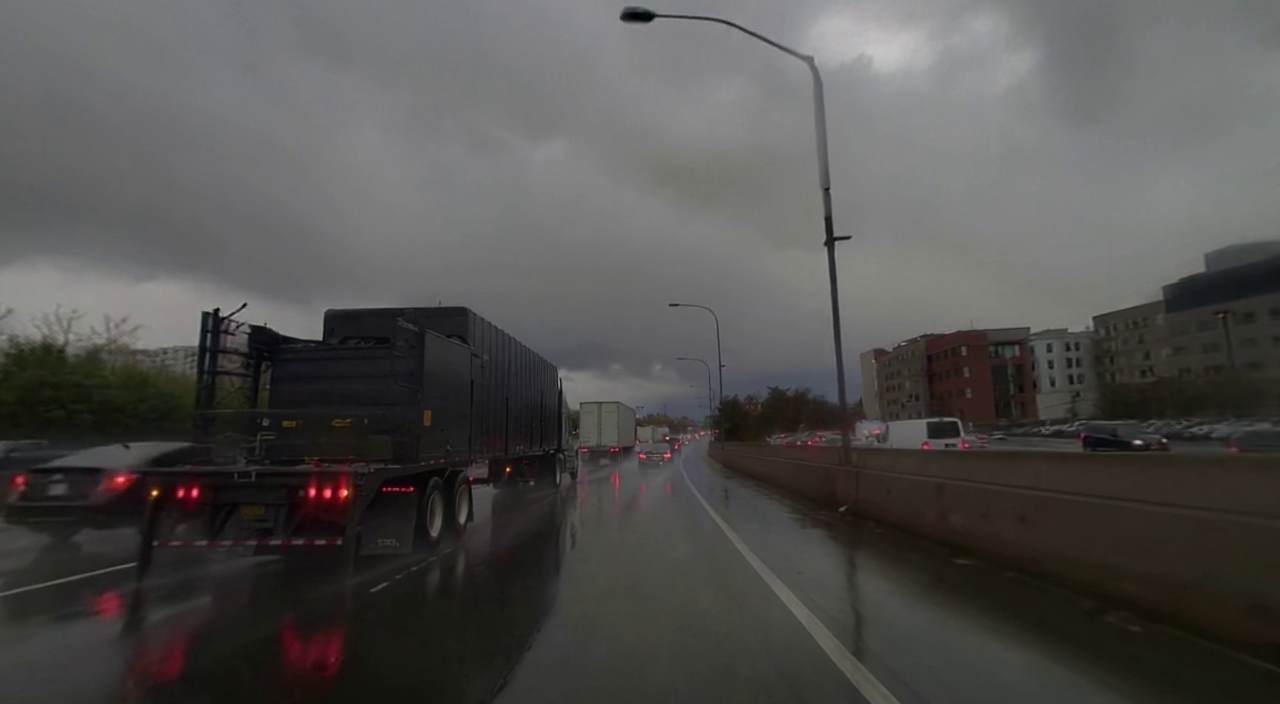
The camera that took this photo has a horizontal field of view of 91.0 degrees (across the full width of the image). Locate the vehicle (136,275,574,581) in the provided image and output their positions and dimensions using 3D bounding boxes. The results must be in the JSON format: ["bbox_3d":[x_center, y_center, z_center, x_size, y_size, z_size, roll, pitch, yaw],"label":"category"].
[{"bbox_3d":[-3.469,1.443,11.249,3.020,3.192,9.194,-1,-9,4],"label":"vehicle"}]

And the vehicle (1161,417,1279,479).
[{"bbox_3d":[18.714,2.787,18.415,4.725,1.713,2.110,-3,-9,13],"label":"vehicle"}]

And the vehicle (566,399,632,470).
[{"bbox_3d":[-2.302,5.289,39.766,3.073,3.894,9.782,-1,-9,3],"label":"vehicle"}]

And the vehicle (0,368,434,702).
[{"bbox_3d":[-3.781,1.208,5.208,2.896,1.779,3.441,0,-8,1],"label":"vehicle"}]

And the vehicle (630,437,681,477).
[{"bbox_3d":[0.733,4.727,28.538,2.178,1.640,4.071,0,-9,2],"label":"vehicle"}]
